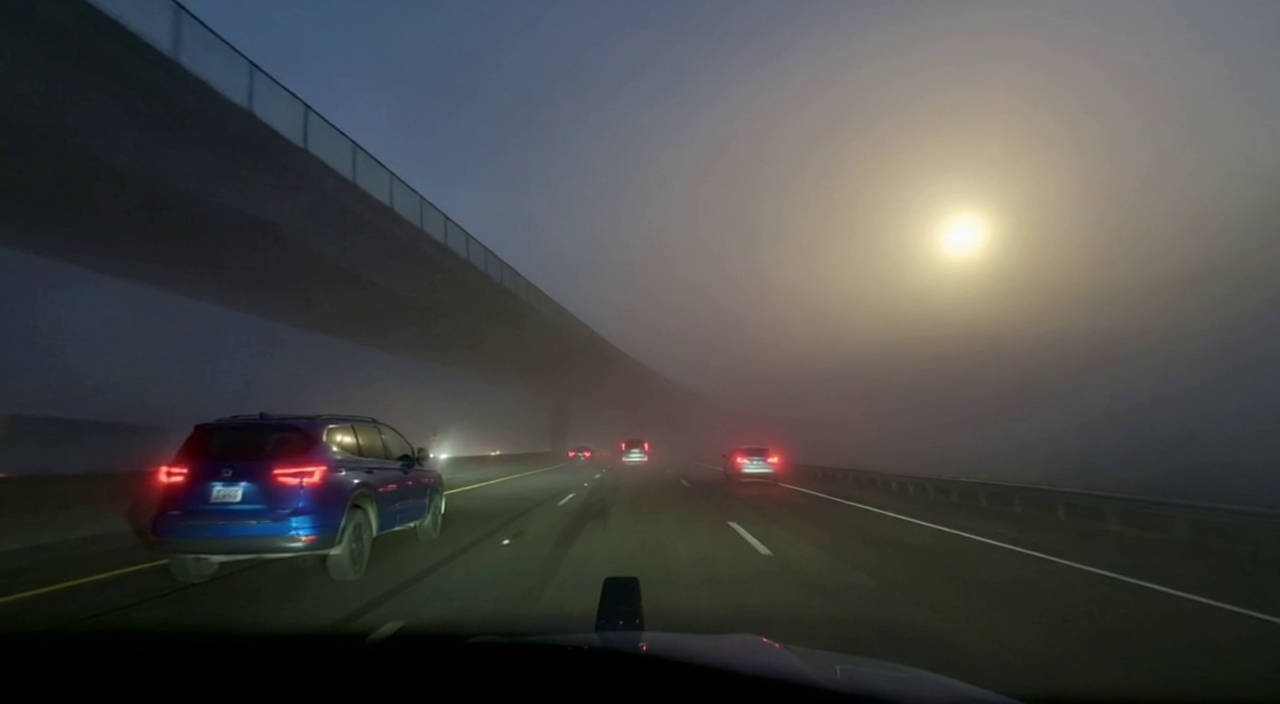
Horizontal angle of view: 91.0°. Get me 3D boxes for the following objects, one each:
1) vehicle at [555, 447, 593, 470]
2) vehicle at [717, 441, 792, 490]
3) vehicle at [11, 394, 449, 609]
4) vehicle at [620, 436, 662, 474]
[{"bbox_3d":[-4.357,7.094,42.268,1.994,1.475,4.171,0,-9,1],"label":"vehicle"},{"bbox_3d":[3.903,3.943,22.120,1.959,1.554,3.795,0,-9,0],"label":"vehicle"},{"bbox_3d":[-4.062,1.567,7.496,2.089,1.751,4.515,0,-9,1],"label":"vehicle"},{"bbox_3d":[0.068,5.638,34.632,2.155,1.909,4.529,0,-9,0],"label":"vehicle"}]
